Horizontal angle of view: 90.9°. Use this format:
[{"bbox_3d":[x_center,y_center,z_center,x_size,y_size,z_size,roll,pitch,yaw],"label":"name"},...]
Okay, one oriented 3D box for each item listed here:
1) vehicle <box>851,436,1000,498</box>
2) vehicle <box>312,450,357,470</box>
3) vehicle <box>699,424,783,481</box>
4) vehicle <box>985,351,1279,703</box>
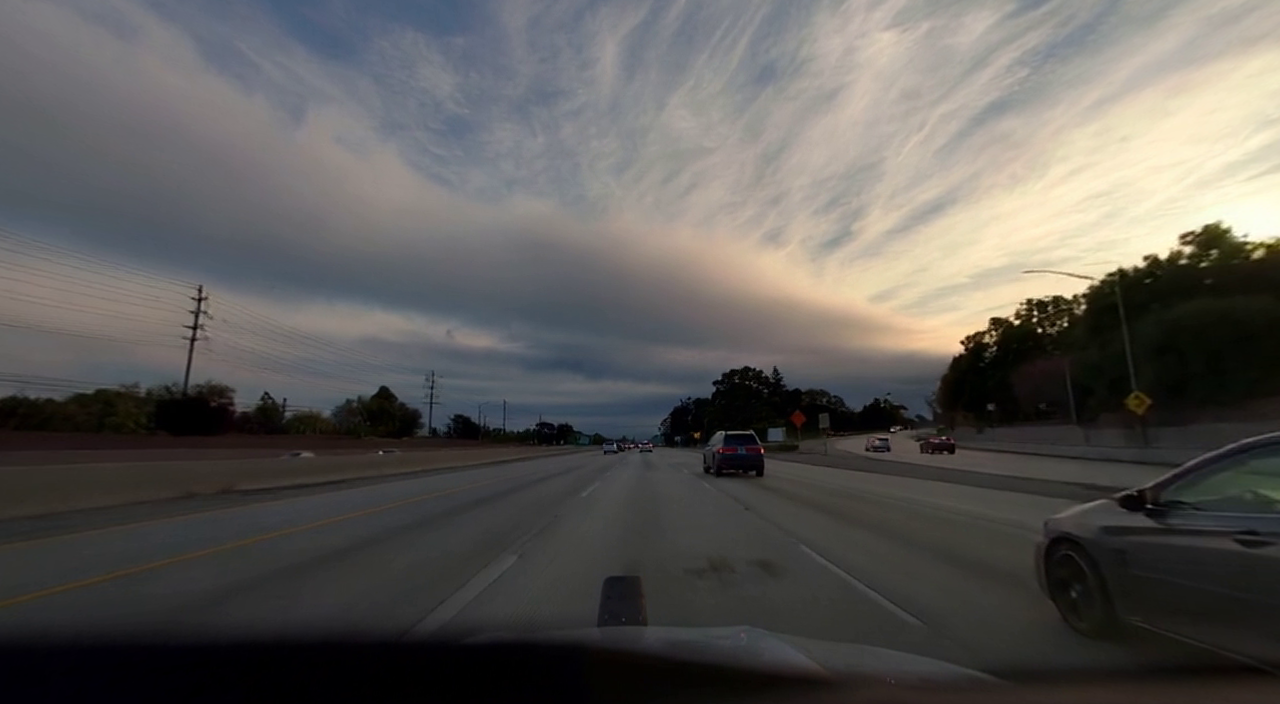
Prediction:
[{"bbox_3d":[7.662,3.117,17.537,2.022,1.466,4.509,0,-8,0],"label":"vehicle"},{"bbox_3d":[-22.246,7.864,46.082,1.538,1.364,3.395,0,-8,0],"label":"vehicle"},{"bbox_3d":[3.887,4.020,25.439,2.442,2.022,5.466,0,-8,0],"label":"vehicle"},{"bbox_3d":[3.797,0.820,2.685,2.146,1.639,4.475,-1,-8,1],"label":"vehicle"}]
